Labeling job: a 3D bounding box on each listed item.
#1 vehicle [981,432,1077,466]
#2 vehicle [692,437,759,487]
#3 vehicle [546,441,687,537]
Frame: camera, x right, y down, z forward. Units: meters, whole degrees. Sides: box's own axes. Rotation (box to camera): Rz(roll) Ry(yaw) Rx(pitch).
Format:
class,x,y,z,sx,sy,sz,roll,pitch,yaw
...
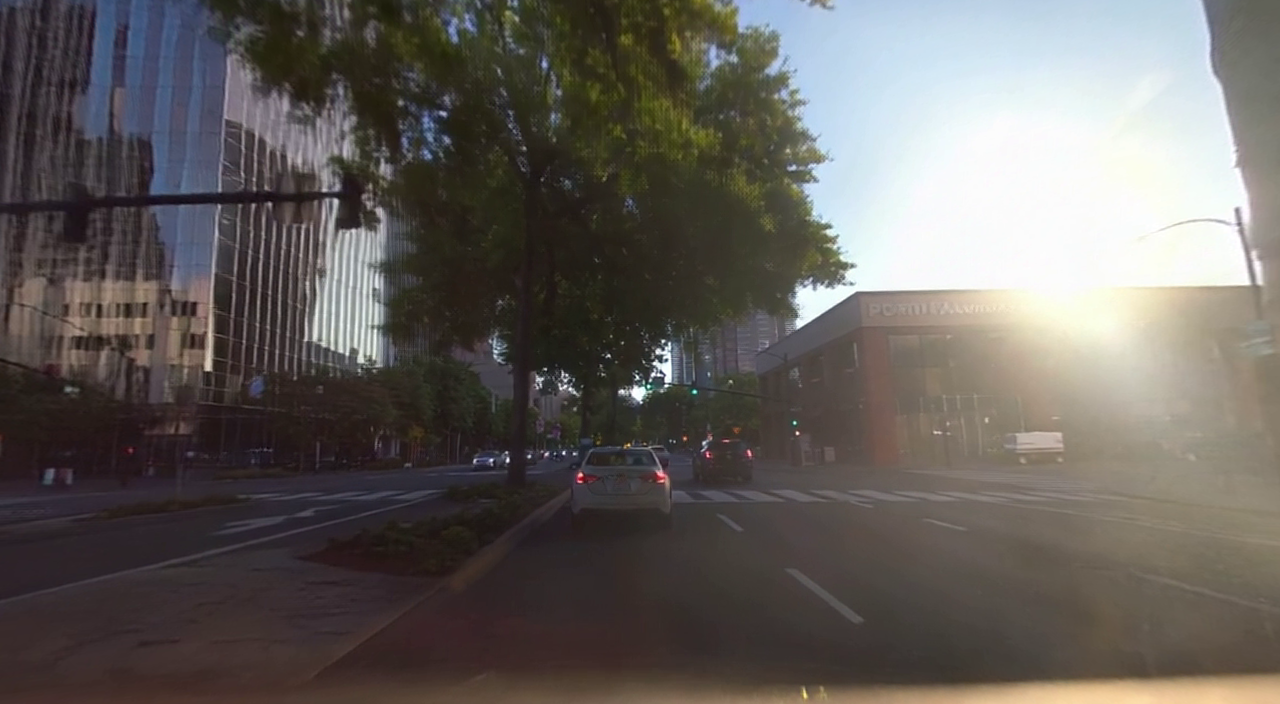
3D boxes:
class,x,y,z,sx,sy,sz,roll,pitch,yaw
vehicle,24.070,6.035,39.230,4.384,2.000,2.345,1,-10,-4
vehicle,3.343,4.358,25.500,2.078,1.799,4.089,1,-8,-1
vehicle,-0.395,2.379,11.679,2.144,1.398,3.963,1,-8,-1
